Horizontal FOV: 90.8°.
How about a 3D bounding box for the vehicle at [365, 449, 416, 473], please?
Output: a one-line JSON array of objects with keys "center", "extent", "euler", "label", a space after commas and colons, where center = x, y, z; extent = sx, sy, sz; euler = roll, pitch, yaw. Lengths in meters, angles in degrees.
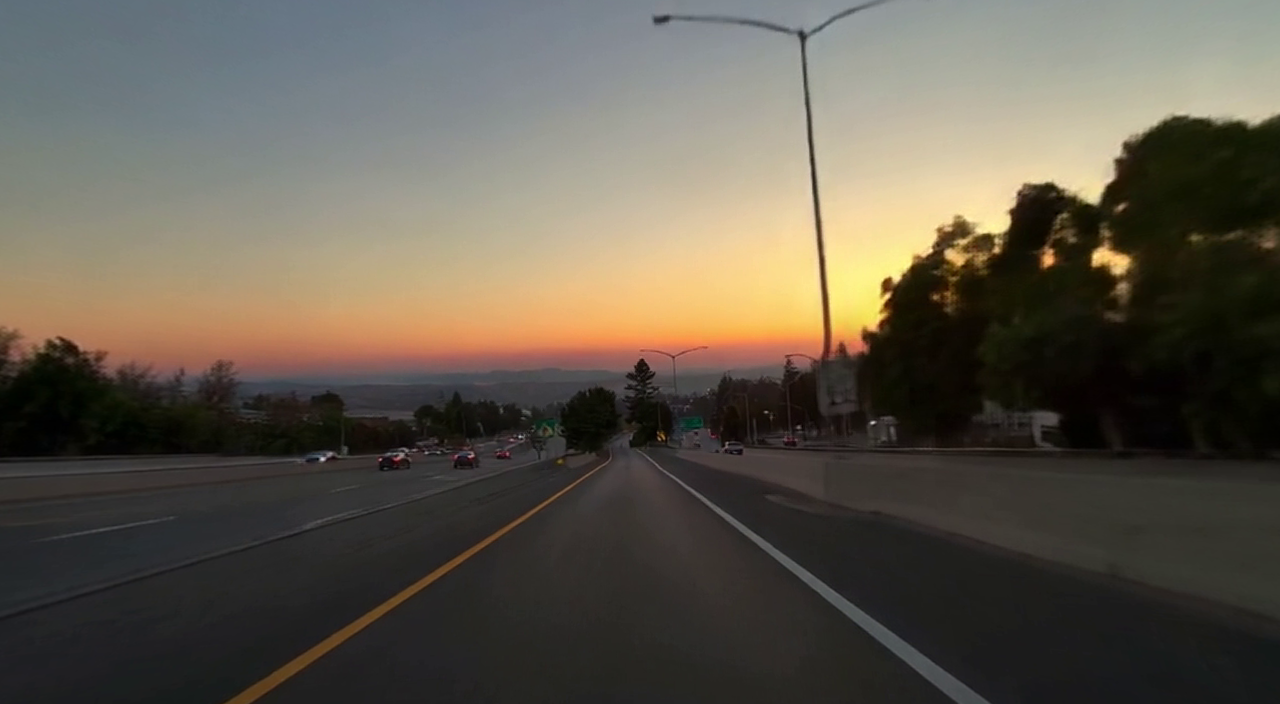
[{"center": [-19.015, 8.298, 48.430], "extent": [2.126, 1.671, 5.173], "euler": [0, -9, -4], "label": "vehicle"}]
